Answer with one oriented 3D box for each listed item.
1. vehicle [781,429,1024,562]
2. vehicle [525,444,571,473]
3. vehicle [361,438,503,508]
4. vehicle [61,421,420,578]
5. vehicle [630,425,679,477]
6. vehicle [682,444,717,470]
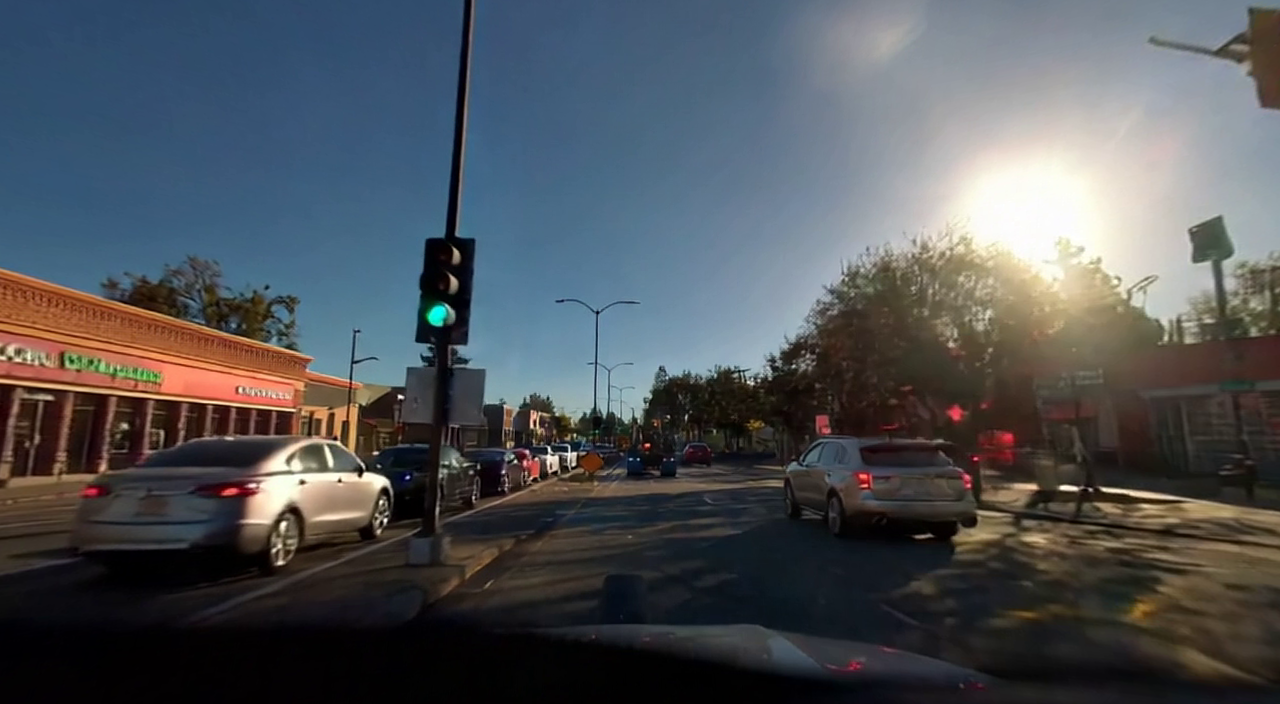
[{"bbox_3d":[3.666,2.057,9.749,2.025,1.618,3.949,0,-9,0],"label":"vehicle"},{"bbox_3d":[-5.002,5.876,34.894,1.922,1.506,4.302,0,-9,-1],"label":"vehicle"},{"bbox_3d":[-4.895,2.905,15.621,1.958,1.473,4.540,0,-9,0],"label":"vehicle"},{"bbox_3d":[-4.671,1.767,8.377,2.001,1.518,4.316,0,-9,-1],"label":"vehicle"},{"bbox_3d":[0.750,5.660,36.525,2.566,2.705,6.350,-1,-7,0],"label":"vehicle"},{"bbox_3d":[4.236,7.564,45.609,2.025,1.754,4.311,0,-9,-1],"label":"vehicle"}]
